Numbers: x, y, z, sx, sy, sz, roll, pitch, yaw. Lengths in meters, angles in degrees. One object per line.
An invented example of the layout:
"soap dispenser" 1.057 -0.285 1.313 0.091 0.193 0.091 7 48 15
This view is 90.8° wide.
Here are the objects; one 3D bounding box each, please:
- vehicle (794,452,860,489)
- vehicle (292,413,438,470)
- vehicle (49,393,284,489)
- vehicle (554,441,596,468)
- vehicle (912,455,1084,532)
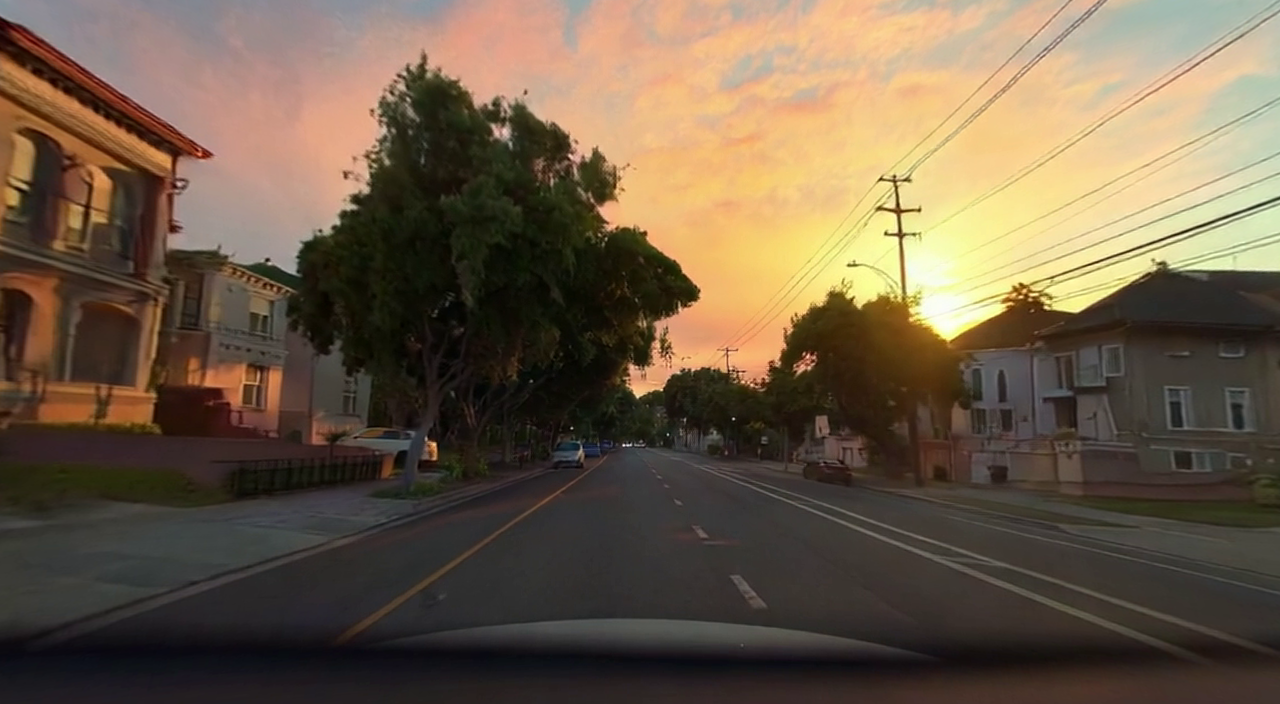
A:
"vehicle" 9.324 5.922 31.902 1.930 1.456 4.511 8 -9 1
"vehicle" -10.853 3.590 25.278 4.702 1.828 2.226 4 -9 -1
"vehicle" -11.347 2.116 15.292 4.314 1.790 2.035 3 -8 13
"vehicle" -3.765 6.050 37.452 2.021 1.475 4.523 0 -9 0
"vehicle" 9.555 3.743 17.396 1.977 1.495 4.800 8 -9 1
